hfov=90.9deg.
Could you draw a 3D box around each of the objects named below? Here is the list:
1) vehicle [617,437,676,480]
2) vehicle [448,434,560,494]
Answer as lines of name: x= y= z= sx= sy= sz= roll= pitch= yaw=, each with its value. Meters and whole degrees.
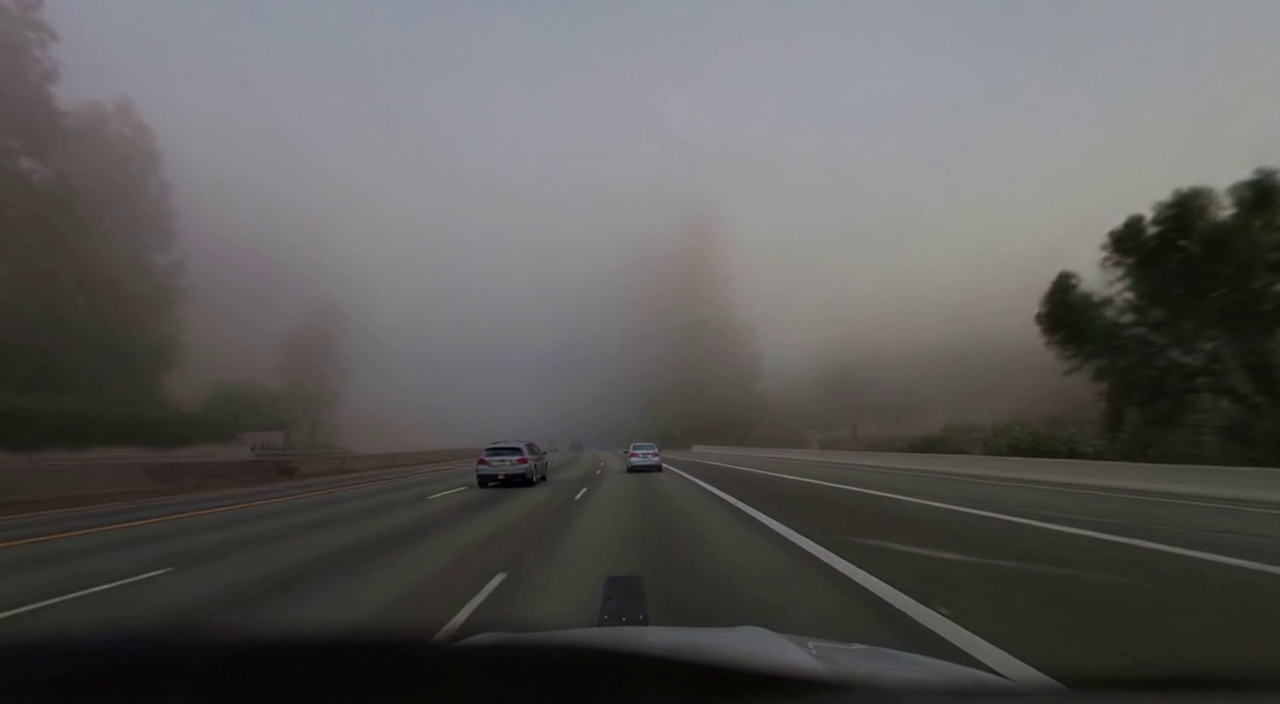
vehicle: x=0.157 y=3.991 z=23.801 sx=2.051 sy=1.444 sz=3.927 roll=0 pitch=-9 yaw=-2
vehicle: x=-3.842 y=3.275 z=18.846 sx=2.246 sy=1.519 sz=4.980 roll=0 pitch=-9 yaw=0
